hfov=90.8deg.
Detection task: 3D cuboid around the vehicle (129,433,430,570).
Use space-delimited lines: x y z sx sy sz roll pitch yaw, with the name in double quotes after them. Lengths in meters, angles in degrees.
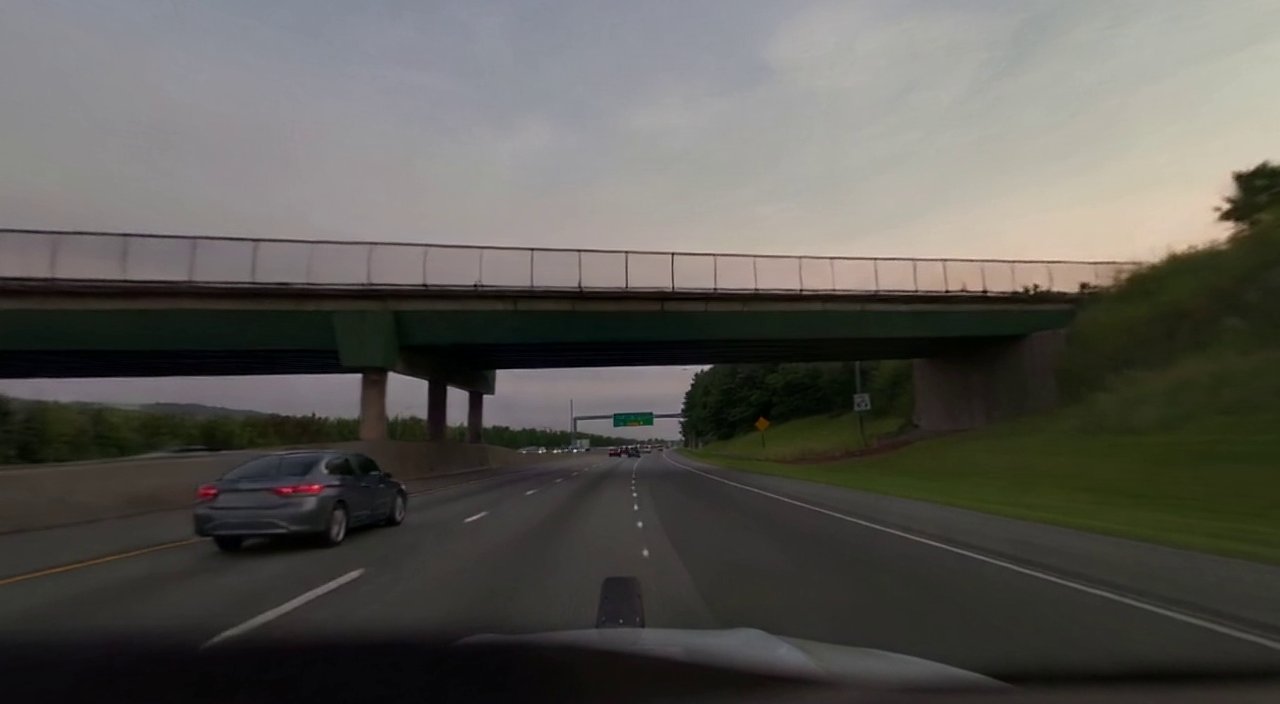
-4.802 2.026 9.297 2.055 1.535 4.073 0 -9 -1 "vehicle"
